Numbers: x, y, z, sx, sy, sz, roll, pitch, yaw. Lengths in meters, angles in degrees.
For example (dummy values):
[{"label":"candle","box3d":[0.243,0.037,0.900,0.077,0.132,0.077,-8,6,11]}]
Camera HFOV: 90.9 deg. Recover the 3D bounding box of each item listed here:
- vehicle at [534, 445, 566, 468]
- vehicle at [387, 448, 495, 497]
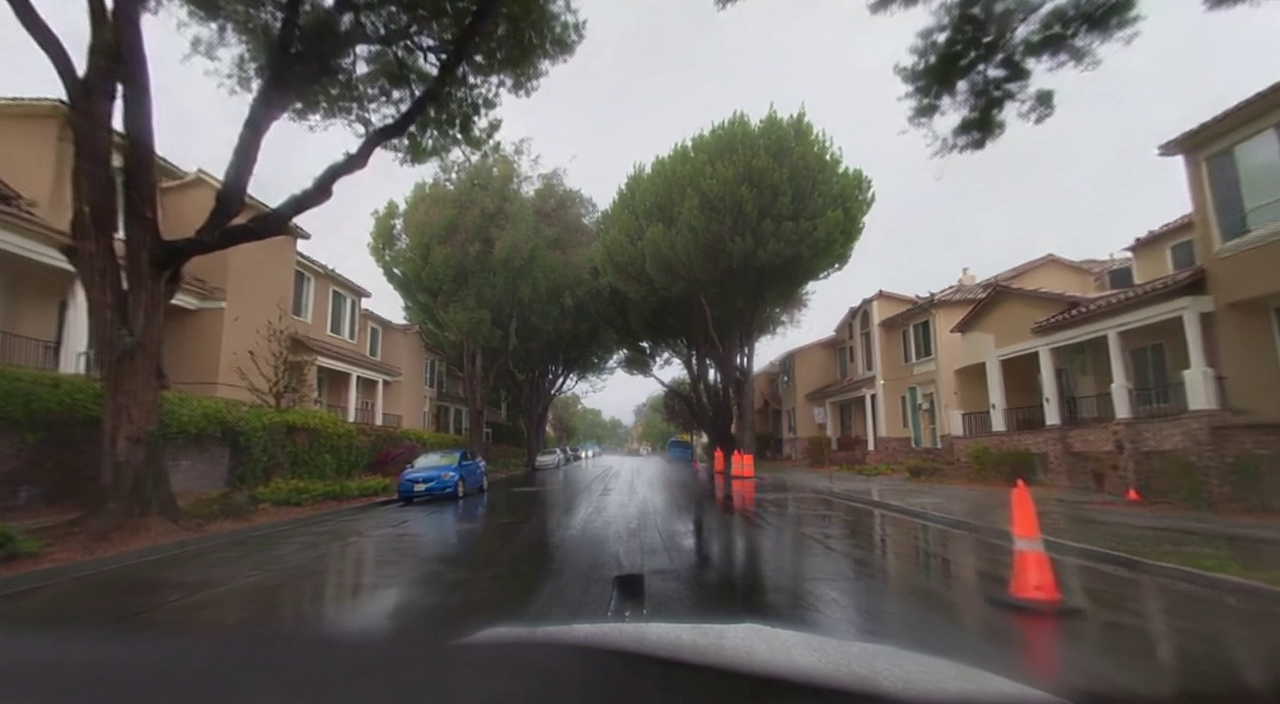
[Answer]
[{"label":"vehicle","box3d":[-6.919,8.084,48.970,1.957,1.608,4.476,0,-9,-1]},{"label":"vehicle","box3d":[-6.614,4.030,21.579,2.137,1.481,4.503,0,-9,2]}]
